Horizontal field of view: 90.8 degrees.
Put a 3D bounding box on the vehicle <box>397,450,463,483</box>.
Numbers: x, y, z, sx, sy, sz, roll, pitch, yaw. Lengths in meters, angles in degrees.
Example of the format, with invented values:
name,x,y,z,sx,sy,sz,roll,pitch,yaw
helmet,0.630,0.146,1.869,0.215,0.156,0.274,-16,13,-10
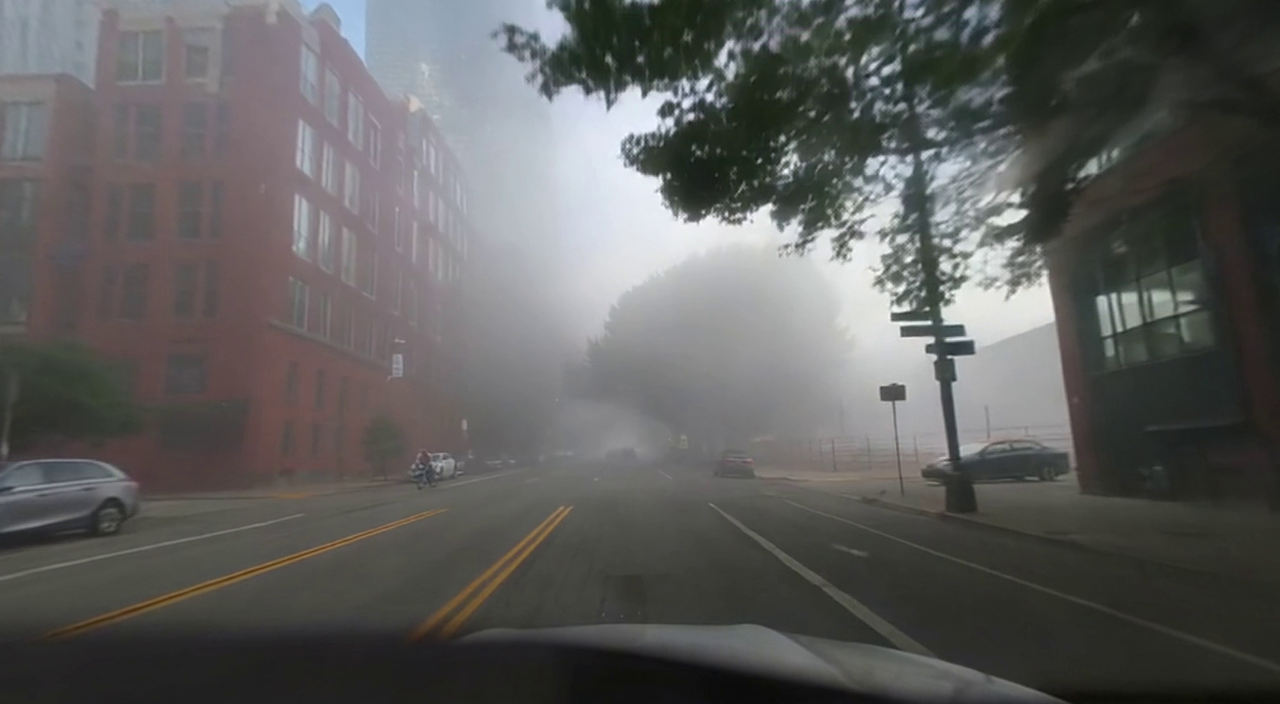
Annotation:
name,x,y,z,sx,sy,sz,roll,pitch,yaw
vehicle,-11.299,6.171,34.317,1.992,1.629,4.773,0,-9,-1

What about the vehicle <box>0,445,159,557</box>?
name,x,y,z,sx,sy,sz,roll,pitch,yaw
vehicle,-10.912,2.520,10.804,1.977,1.697,4.285,-2,-10,0

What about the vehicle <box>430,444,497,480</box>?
name,x,y,z,sx,sy,sz,roll,pitch,yaw
vehicle,-11.139,6.963,40.453,2.574,1.922,6.292,-4,-8,-2

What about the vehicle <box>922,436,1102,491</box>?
name,x,y,z,sx,sy,sz,roll,pitch,yaw
vehicle,11.541,3.480,19.845,4.380,1.608,1.942,0,-9,0

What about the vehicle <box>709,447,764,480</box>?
name,x,y,z,sx,sy,sz,roll,pitch,yaw
vehicle,4.704,5.466,31.320,1.929,1.522,4.543,0,-9,-1
